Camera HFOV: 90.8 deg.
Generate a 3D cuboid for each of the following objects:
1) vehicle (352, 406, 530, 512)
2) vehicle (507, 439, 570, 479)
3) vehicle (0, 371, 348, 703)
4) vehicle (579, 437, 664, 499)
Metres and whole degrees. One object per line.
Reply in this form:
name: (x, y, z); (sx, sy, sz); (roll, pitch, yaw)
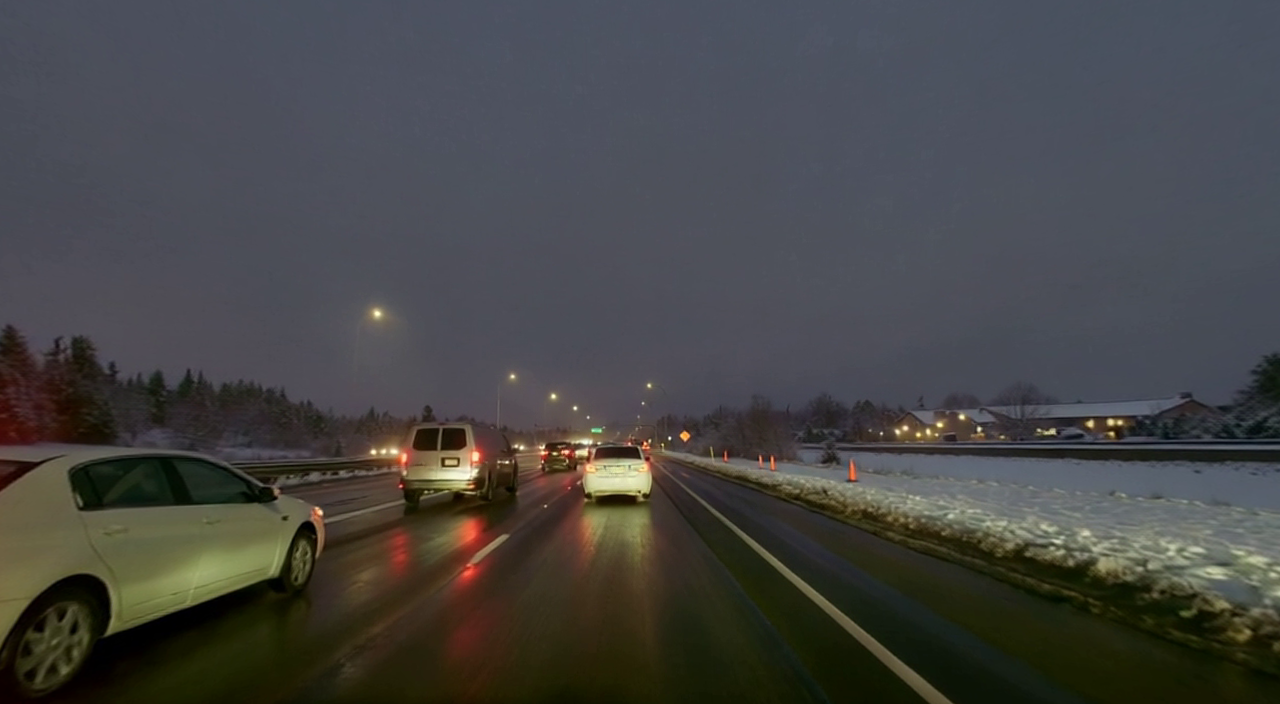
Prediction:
vehicle: (-4.294, 2.475, 14.973); (2.324, 2.012, 5.740); (0, -9, 0)
vehicle: (-3.967, 4.258, 25.312); (1.824, 1.459, 4.007); (0, -9, 0)
vehicle: (-3.811, 1.029, 3.674); (2.041, 1.604, 4.384); (0, -9, 1)
vehicle: (-0.479, 3.114, 17.360); (2.069, 1.484, 3.918); (0, -9, -1)
